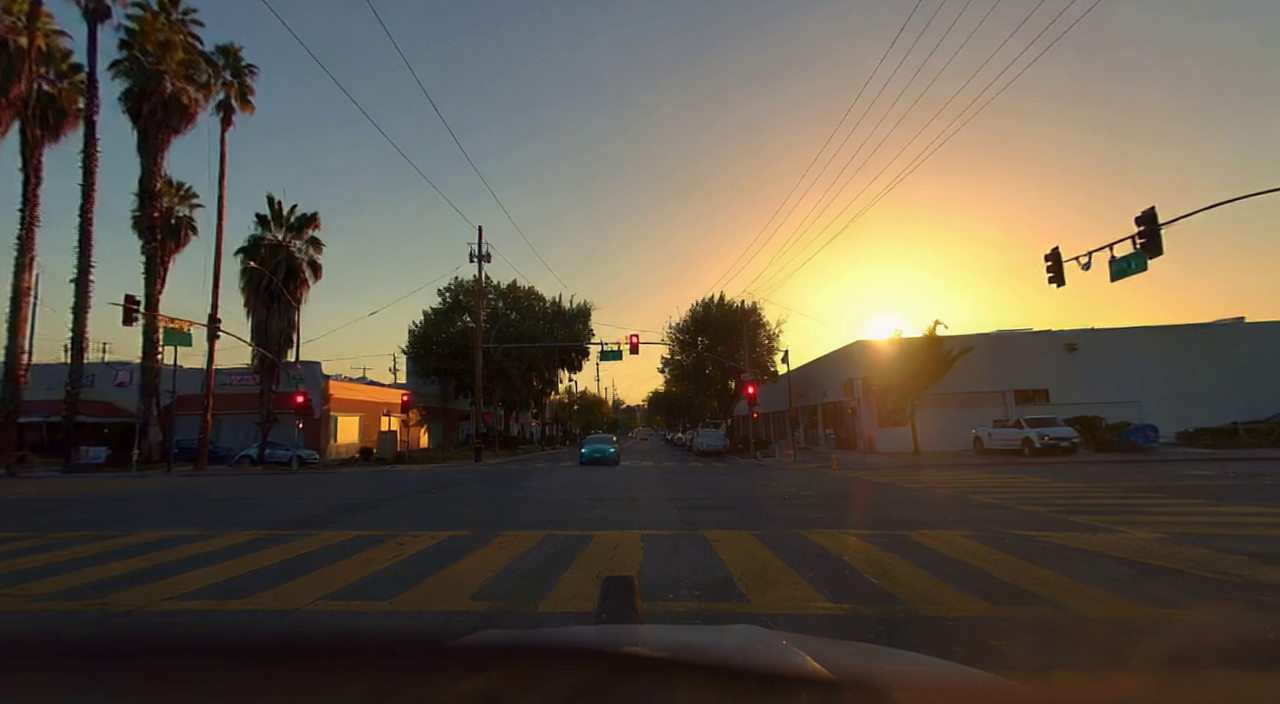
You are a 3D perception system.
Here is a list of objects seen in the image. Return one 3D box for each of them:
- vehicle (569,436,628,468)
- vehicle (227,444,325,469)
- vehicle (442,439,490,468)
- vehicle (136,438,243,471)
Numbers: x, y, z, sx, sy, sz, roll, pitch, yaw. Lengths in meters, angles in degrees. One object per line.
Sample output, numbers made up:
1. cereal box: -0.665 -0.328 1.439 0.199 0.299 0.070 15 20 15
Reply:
1. vehicle: -2.230 5.110 32.515 2.223 1.490 5.094 2 -9 -12
2. vehicle: -22.299 6.422 38.842 4.849 1.444 1.881 0 -8 1
3. vehicle: -11.965 6.986 43.718 2.016 1.717 4.287 -2 -7 1
4. vehicle: -25.911 5.920 36.457 4.613 1.820 2.021 -1 -9 3
